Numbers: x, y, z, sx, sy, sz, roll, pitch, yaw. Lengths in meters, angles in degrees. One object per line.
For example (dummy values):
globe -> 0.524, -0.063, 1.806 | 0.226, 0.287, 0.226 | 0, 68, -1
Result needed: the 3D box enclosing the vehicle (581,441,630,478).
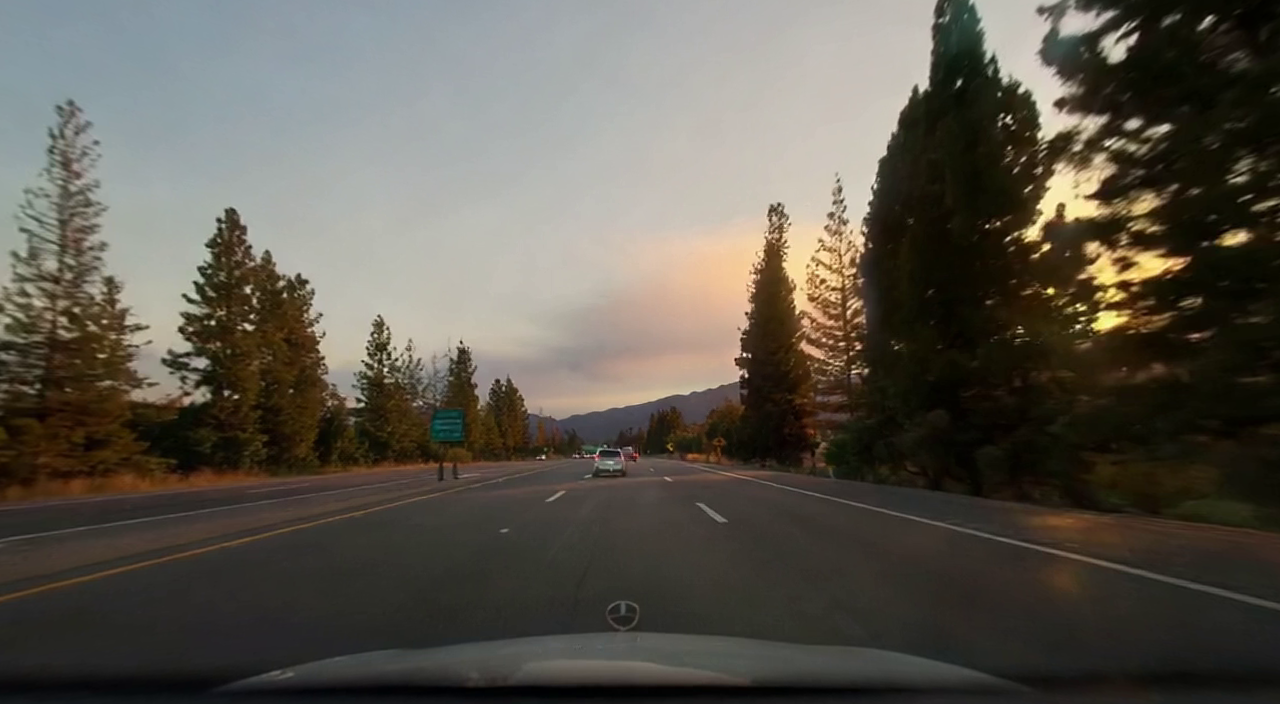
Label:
vehicle -> -1.665, 5.431, 31.869 | 2.120, 1.715, 4.153 | 0, -9, 1
